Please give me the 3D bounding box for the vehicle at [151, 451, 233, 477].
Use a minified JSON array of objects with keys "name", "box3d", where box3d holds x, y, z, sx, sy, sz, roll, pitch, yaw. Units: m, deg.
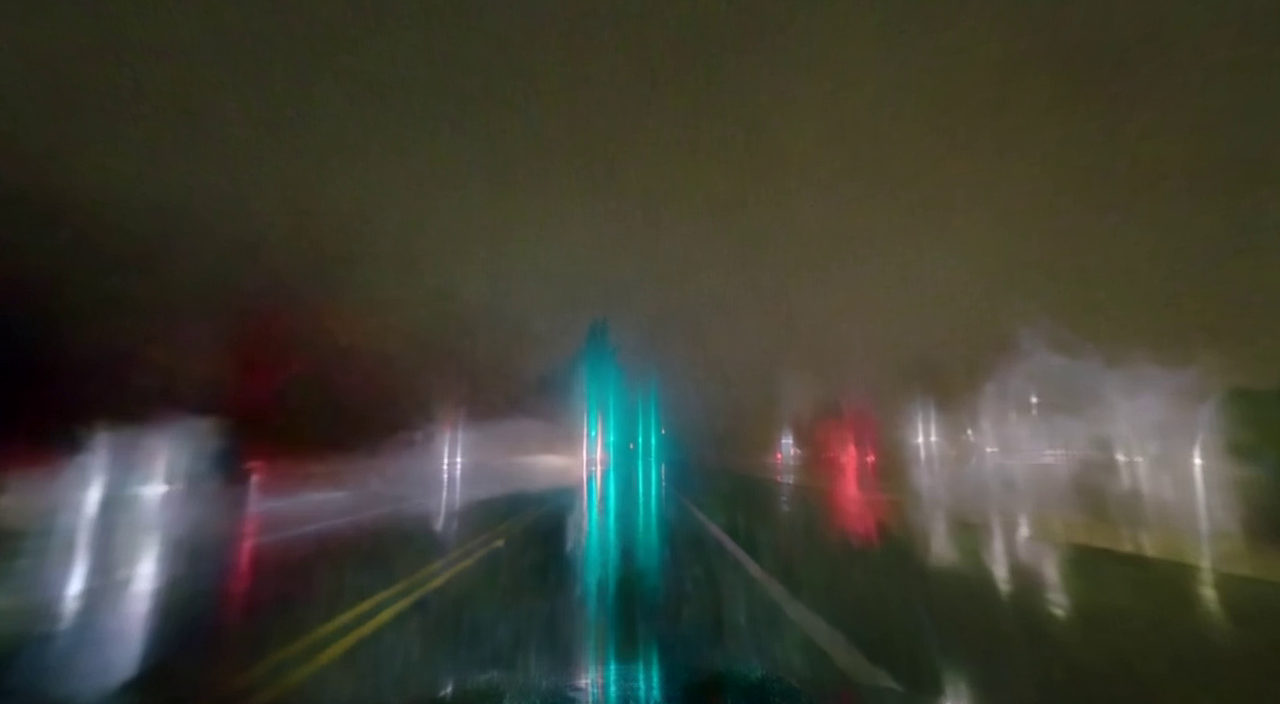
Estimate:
[{"name":"vehicle","box3d":[-26.719,6.663,37.803,1.823,1.419,4.145,0,-9,0]}]
